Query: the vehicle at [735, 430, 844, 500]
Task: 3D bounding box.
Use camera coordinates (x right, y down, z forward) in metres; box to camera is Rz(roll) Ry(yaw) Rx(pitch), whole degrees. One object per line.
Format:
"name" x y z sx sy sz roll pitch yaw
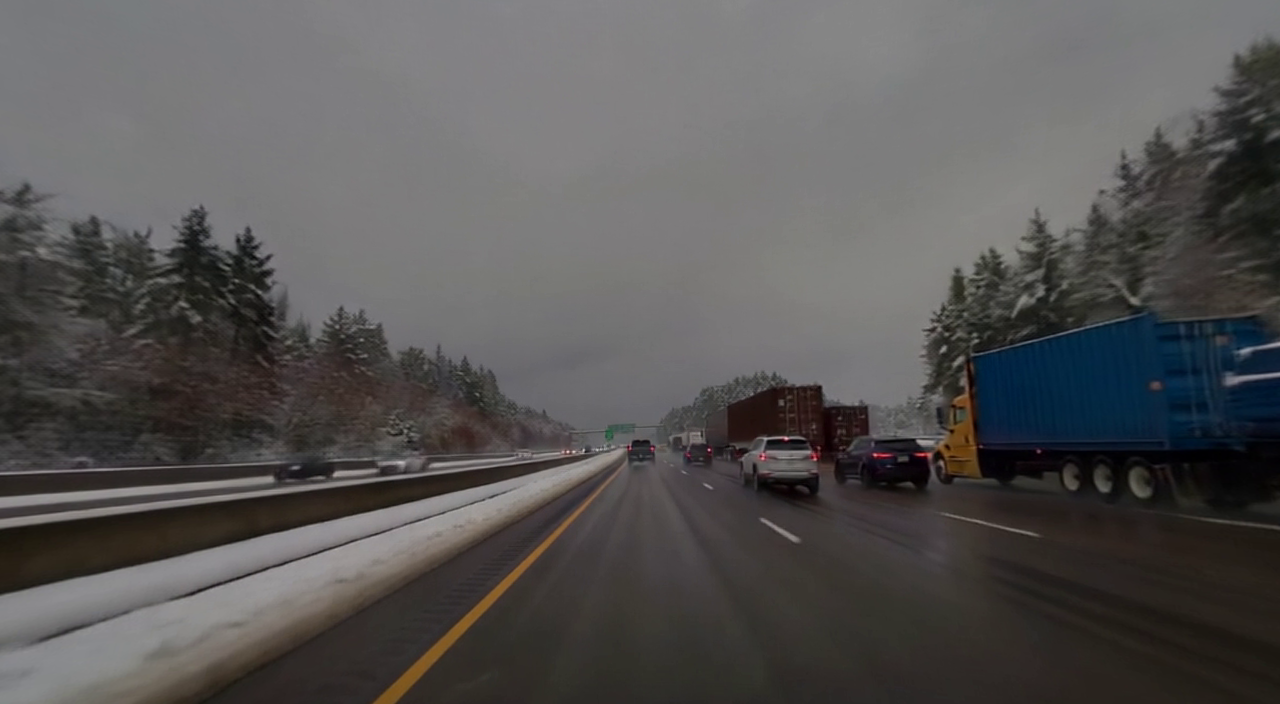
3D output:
"vehicle" 4.005 3.087 17.595 1.972 1.693 4.139 0 -8 -1

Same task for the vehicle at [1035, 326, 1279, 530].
"vehicle" 11.616 1.364 11.066 2.786 3.226 9.750 0 -8 -1

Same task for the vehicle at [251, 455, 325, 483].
"vehicle" -21.073 7.009 37.825 1.846 1.475 4.384 0 -8 1

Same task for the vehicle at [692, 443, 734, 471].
"vehicle" 4.074 5.941 35.750 1.888 1.501 4.608 0 -8 0

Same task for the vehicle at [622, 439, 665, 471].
"vehicle" 0.225 5.933 36.326 2.313 1.736 4.215 0 -8 1

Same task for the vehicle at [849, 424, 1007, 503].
"vehicle" 7.535 2.948 17.073 1.985 1.835 4.681 0 -8 -1

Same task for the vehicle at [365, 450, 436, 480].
"vehicle" -13.056 6.170 34.521 1.920 1.481 4.706 0 -8 2
